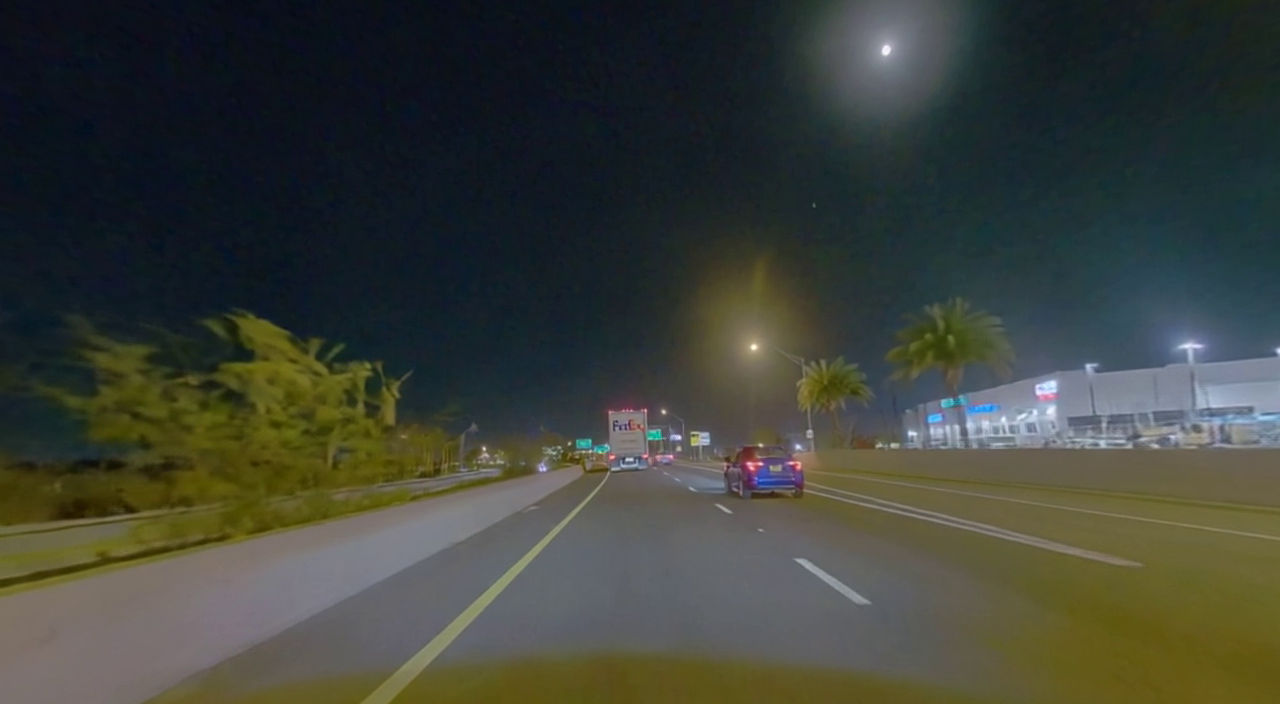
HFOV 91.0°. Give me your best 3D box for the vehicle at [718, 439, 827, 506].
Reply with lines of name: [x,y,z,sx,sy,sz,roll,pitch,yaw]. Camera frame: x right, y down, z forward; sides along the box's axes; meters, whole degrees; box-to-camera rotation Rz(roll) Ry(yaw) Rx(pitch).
vehicle: [3.414,3.198,17.128,1.966,1.558,4.238,0,-9,-1]

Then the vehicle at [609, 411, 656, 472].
vehicle: [-0.677,7.059,49.256,3.243,4.134,11.656,0,-9,-2]
